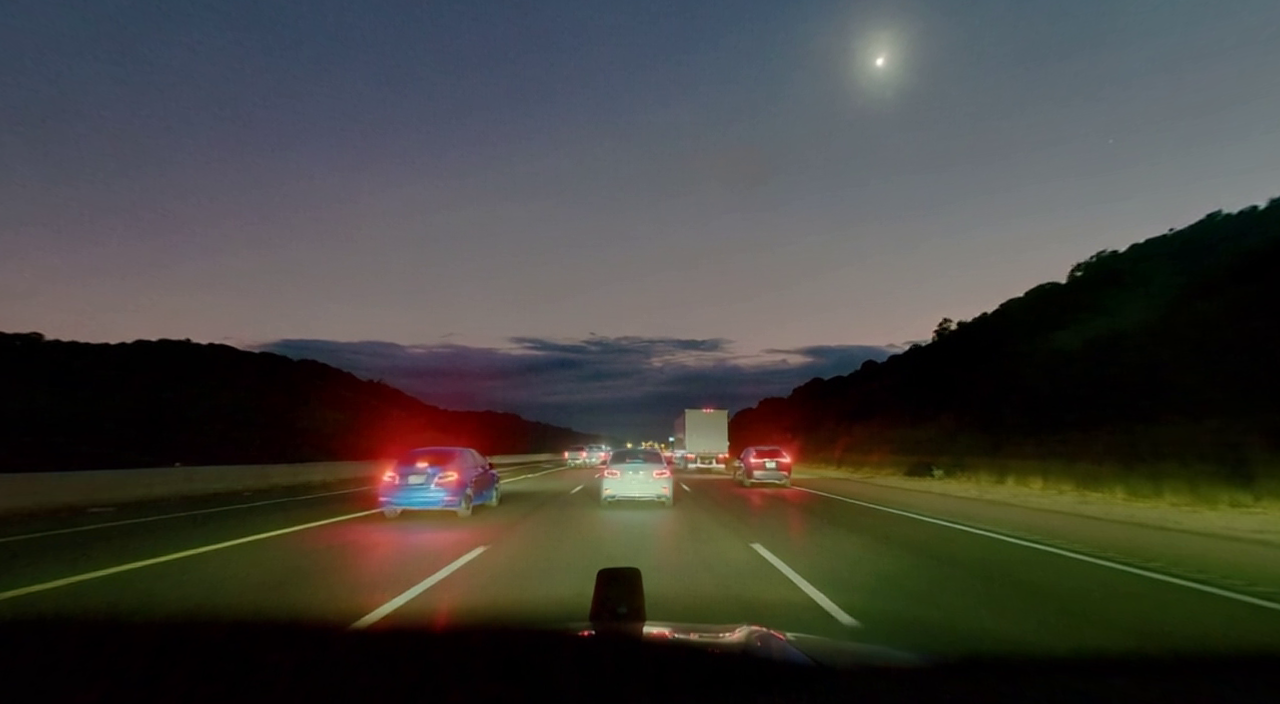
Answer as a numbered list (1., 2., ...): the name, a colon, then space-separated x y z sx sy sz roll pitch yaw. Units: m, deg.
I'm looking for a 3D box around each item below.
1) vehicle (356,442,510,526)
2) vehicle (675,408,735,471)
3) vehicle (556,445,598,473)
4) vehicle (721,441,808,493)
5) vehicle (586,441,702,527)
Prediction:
1. vehicle: -4.128 2.686 13.305 1.848 1.486 3.832 0 -9 1
2. vehicle: 4.644 6.965 49.102 3.194 4.038 16.301 0 -9 1
3. vehicle: -4.043 6.918 40.976 2.211 1.669 4.224 0 -9 1
4. vehicle: 4.157 3.915 21.840 2.029 1.579 4.484 0 -9 -1
5. vehicle: 0.078 2.599 12.891 2.041 1.484 3.535 0 -9 0
